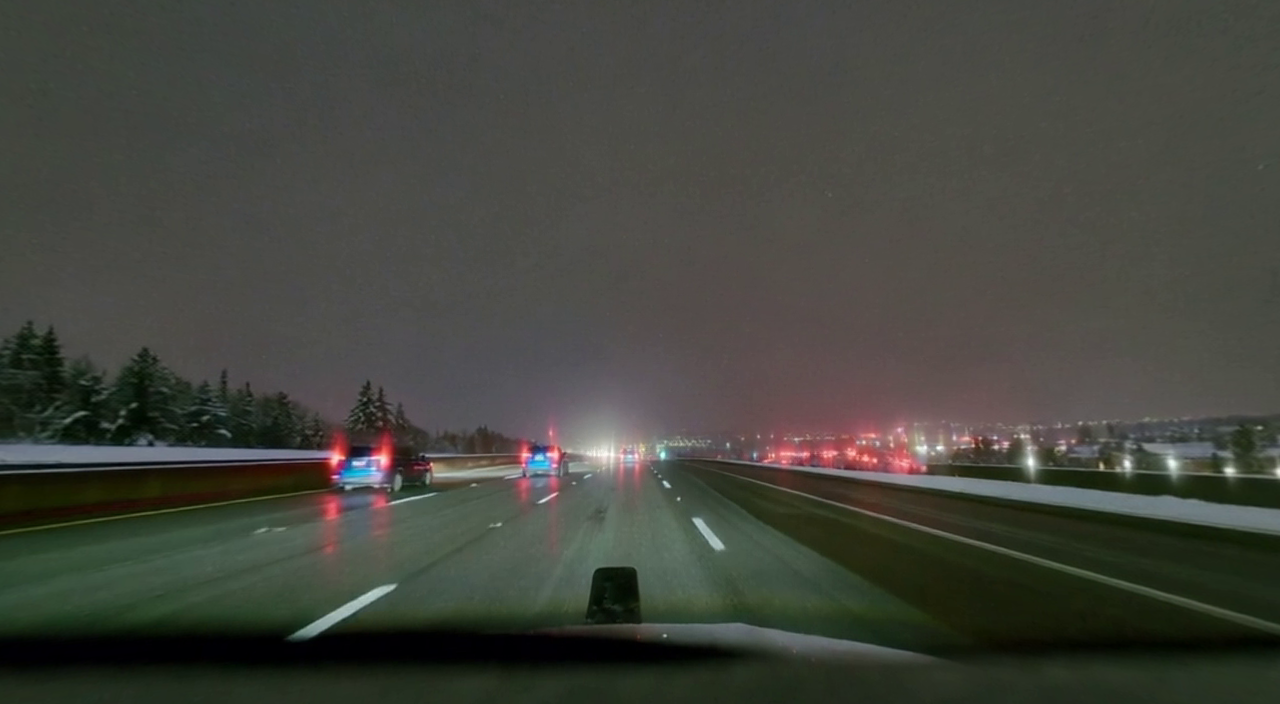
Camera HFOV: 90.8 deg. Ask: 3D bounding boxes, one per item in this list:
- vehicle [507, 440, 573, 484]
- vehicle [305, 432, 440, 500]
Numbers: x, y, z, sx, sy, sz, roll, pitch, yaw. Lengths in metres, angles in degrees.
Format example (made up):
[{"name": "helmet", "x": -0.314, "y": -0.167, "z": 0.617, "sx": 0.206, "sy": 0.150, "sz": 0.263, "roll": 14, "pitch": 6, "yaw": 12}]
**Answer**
[{"name": "vehicle", "x": -4.142, "y": 4.627, "z": 26.800, "sx": 2.075, "sy": 1.702, "sz": 4.257, "roll": 0, "pitch": -9, "yaw": 0}, {"name": "vehicle", "x": -8.126, "y": 3.492, "z": 19.811, "sx": 2.040, "sy": 1.824, "sz": 4.917, "roll": 0, "pitch": -9, "yaw": 0}]
